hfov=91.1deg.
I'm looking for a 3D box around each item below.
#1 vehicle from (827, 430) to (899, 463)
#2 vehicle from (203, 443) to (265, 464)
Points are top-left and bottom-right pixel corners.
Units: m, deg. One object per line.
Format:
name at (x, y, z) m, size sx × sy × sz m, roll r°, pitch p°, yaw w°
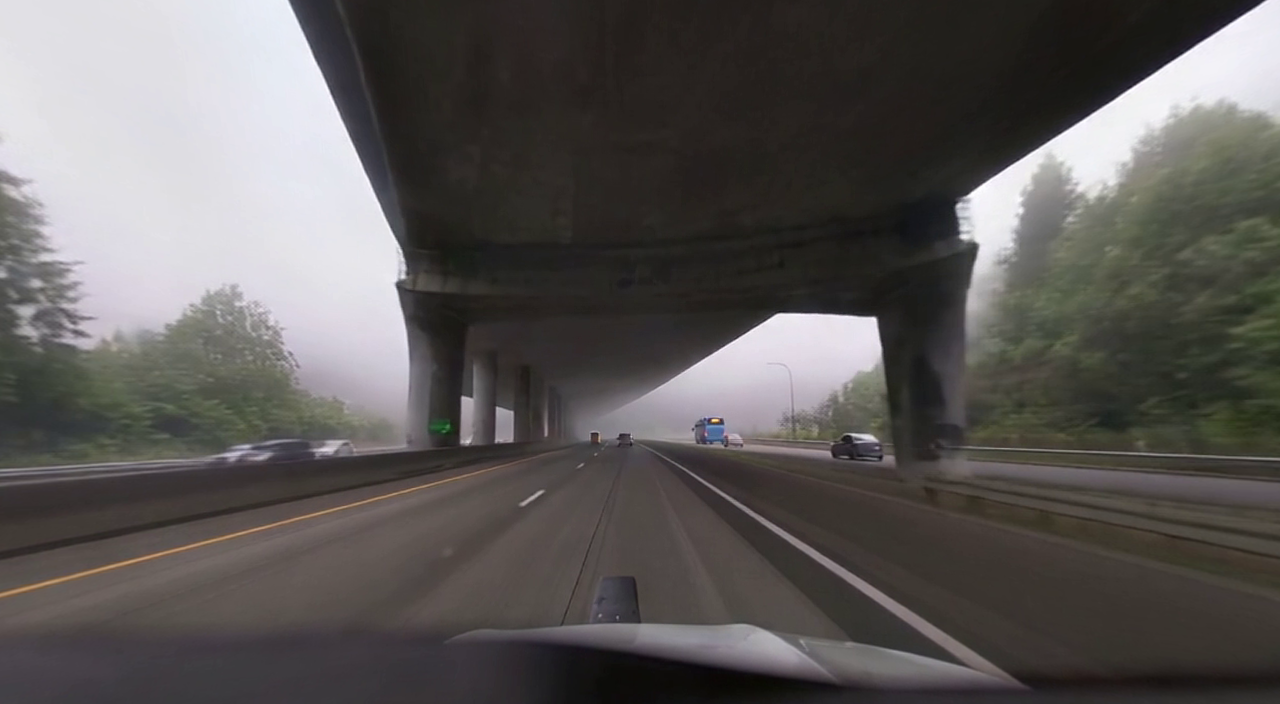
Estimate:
vehicle at (10.396, 4.419, 29.562) m, size 1.880 × 1.460 × 3.770 m, roll 0°, pitch -8°, yaw -2°
vehicle at (-31.150, 7.766, 48.376) m, size 1.807 × 1.517 × 4.196 m, roll -1°, pitch -8°, yaw 3°
